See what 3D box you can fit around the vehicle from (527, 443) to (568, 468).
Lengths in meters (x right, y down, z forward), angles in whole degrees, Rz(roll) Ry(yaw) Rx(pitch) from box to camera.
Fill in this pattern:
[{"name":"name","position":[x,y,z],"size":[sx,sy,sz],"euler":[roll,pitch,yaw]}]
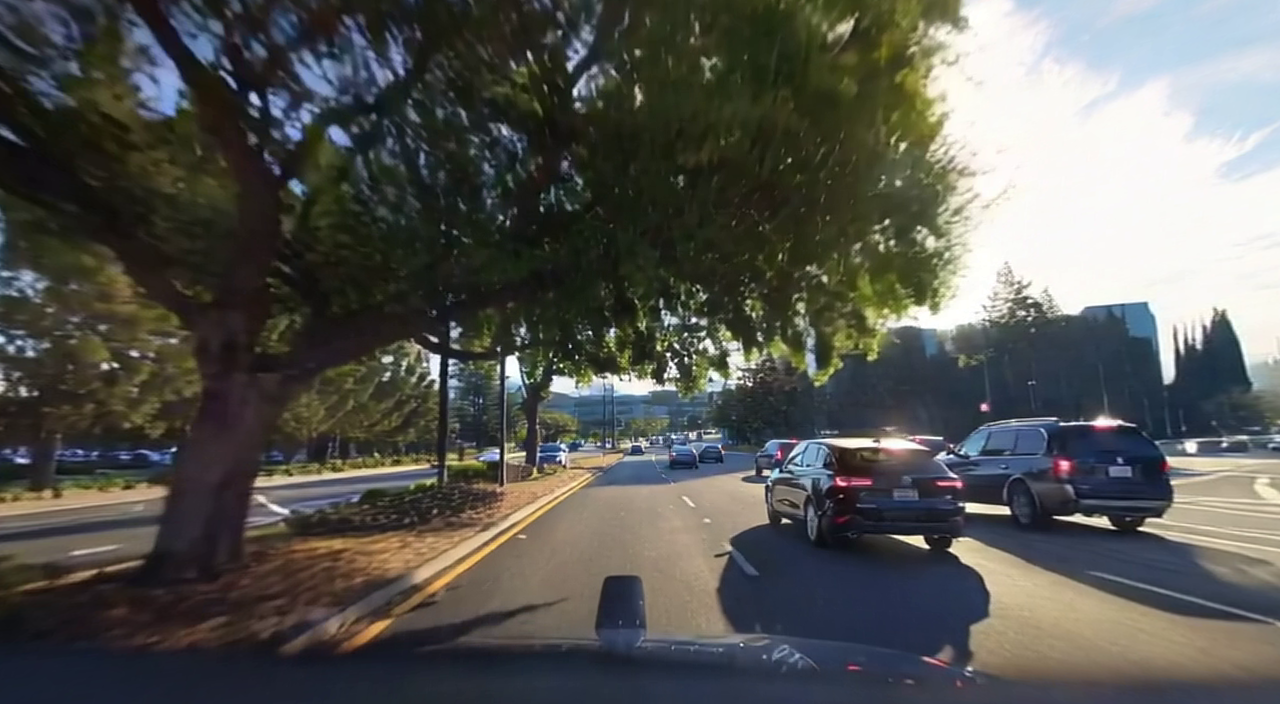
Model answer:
[{"name":"vehicle","position":[-6.583,7.387,45.192],"size":[2.113,1.693,4.370],"euler":[0,-8,2]}]

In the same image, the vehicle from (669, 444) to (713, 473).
[{"name":"vehicle","position":[2.709,5.796,34.572],"size":[1.980,1.484,4.093],"euler":[0,-8,-1]}]

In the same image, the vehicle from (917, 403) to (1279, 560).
[{"name":"vehicle","position":[6.437,1.852,9.716],"size":[2.153,1.811,4.595],"euler":[0,-8,-1]}]

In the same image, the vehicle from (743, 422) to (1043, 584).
[{"name":"vehicle","position":[2.874,1.836,8.656],"size":[1.932,1.547,4.992],"euler":[0,-8,-2]}]
